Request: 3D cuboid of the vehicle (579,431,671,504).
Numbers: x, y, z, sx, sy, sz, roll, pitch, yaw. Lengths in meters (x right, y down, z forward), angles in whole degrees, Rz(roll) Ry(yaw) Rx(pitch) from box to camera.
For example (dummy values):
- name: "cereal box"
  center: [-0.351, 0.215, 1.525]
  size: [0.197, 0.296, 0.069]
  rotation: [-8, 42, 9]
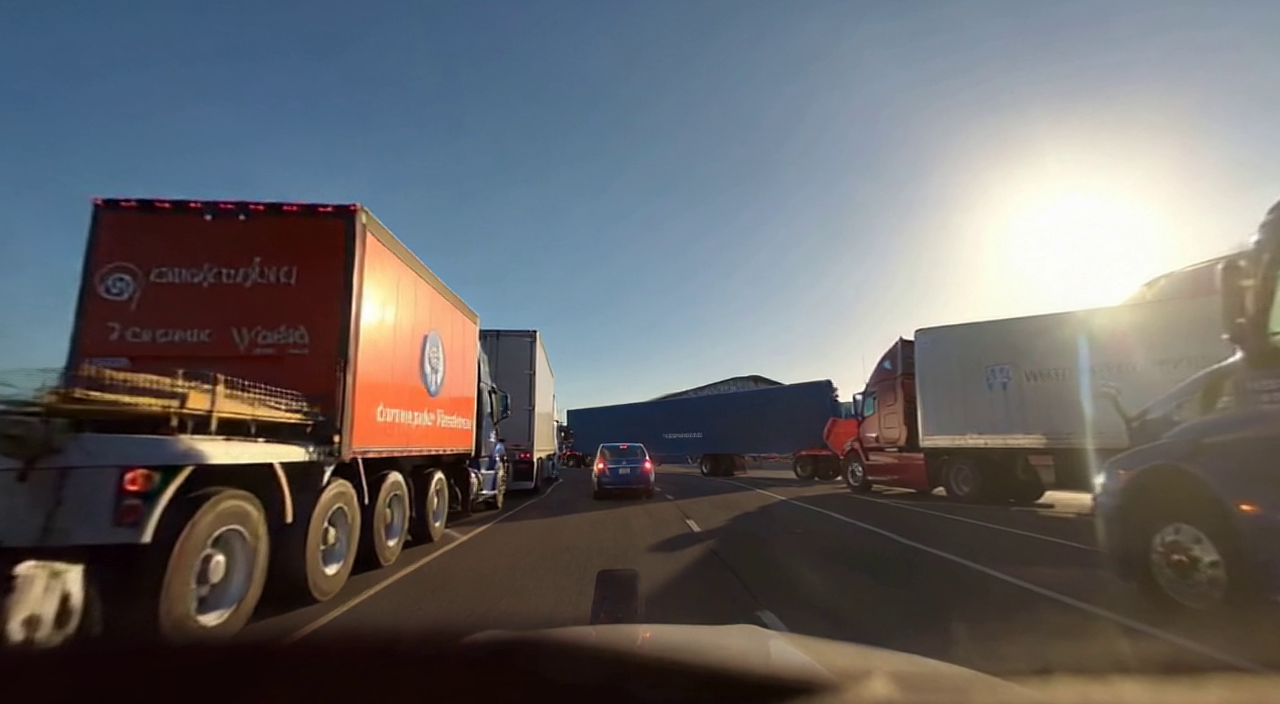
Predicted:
- name: "vehicle"
  center: [-0.383, 3.019, 16.734]
  size: [2.140, 1.682, 3.971]
  rotation: [0, -9, -1]

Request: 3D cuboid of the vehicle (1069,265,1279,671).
- name: "vehicle"
  center: [5.211, 0.463, 2.312]
  size: [2.570, 2.439, 6.392]
  rotation: [0, -9, -1]

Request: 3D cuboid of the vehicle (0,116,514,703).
- name: "vehicle"
  center: [-3.996, 0.978, 8.242]
  size: [2.986, 3.391, 9.523]
  rotation: [0, -9, -2]

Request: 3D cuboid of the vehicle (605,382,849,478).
- name: "vehicle"
  center: [3.675, 4.140, 33.353]
  size: [2.877, 4.124, 14.516]
  rotation: [3, -8, -40]
